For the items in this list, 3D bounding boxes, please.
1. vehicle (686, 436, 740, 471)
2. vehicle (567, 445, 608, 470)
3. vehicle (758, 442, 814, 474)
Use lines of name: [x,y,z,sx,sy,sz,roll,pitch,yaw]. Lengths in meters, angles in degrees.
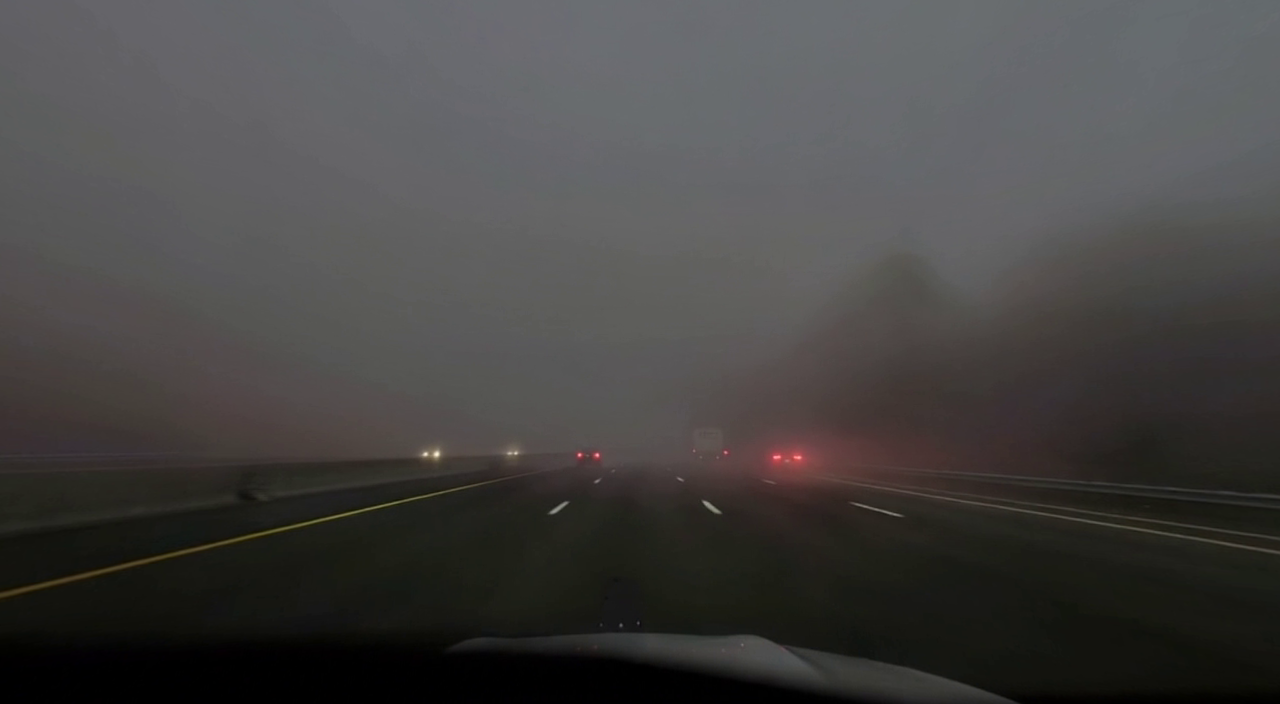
vehicle: [4.466,6.377,39.611,2.770,1.990,5.755,0,-9,1]
vehicle: [-3.359,6.890,41.400,2.164,1.507,4.748,0,-9,1]
vehicle: [8.382,6.129,36.614,2.188,1.727,4.381,0,-9,0]
